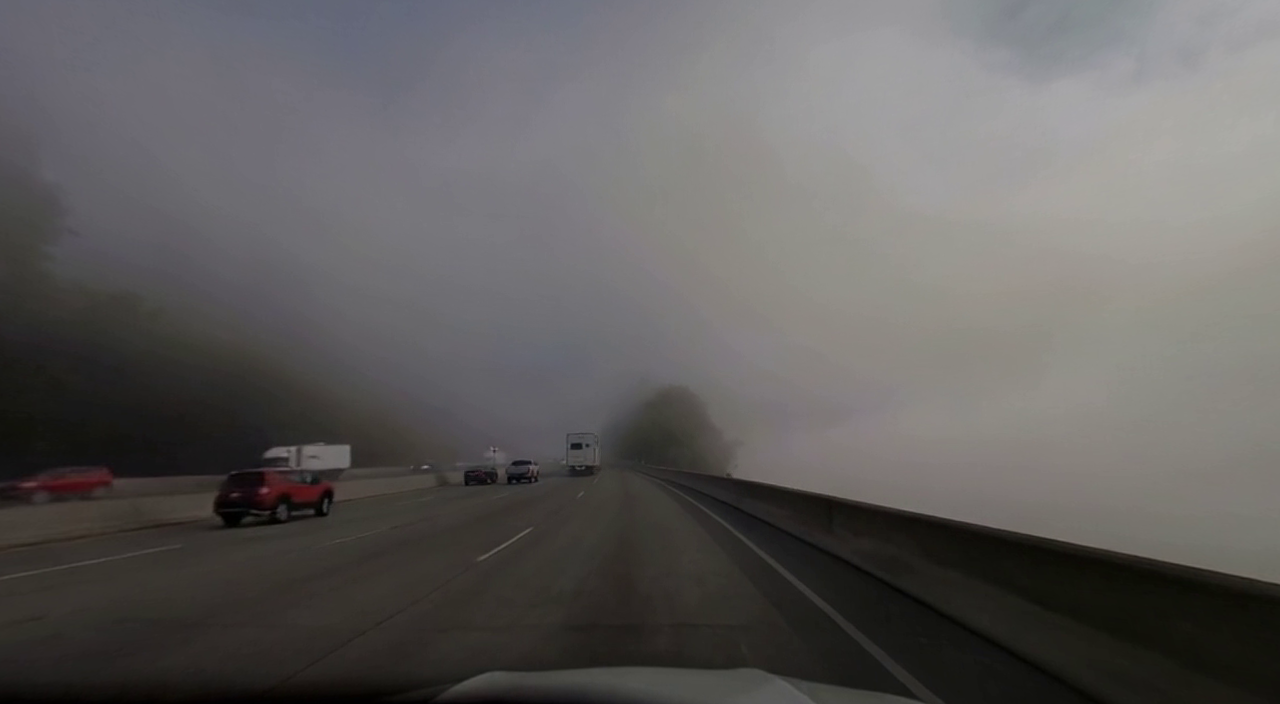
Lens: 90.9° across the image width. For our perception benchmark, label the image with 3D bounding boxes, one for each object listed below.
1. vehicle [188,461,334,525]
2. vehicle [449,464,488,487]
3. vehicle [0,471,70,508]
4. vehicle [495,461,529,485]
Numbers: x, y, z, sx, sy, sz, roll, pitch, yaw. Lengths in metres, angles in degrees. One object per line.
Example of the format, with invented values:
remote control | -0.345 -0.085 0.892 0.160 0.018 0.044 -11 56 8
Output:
vehicle | -12.333 4.576 20.964 2.005 1.774 4.610 0 -9 0
vehicle | -13.019 9.361 48.026 1.872 1.536 4.134 0 -9 -1
vehicle | -28.436 6.110 27.987 1.854 1.500 4.763 0 -9 -2
vehicle | -8.955 8.488 44.245 1.778 1.560 3.030 0 -9 -2
